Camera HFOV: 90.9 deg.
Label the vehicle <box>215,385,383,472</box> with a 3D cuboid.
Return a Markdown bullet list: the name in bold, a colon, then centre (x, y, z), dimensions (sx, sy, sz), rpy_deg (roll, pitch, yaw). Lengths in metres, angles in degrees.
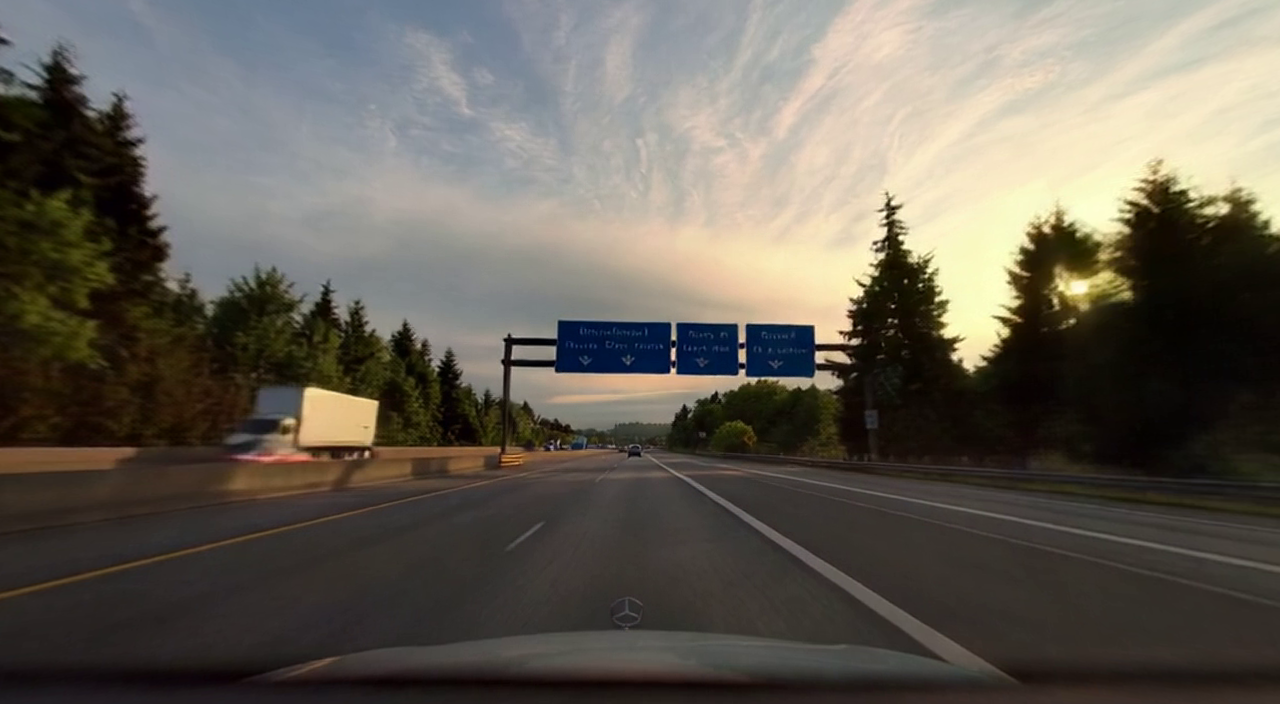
- **vehicle**: centre (-16.083, 3.920, 30.917), dimensions (2.937, 3.597, 9.388), rpy_deg (0, -9, 0)

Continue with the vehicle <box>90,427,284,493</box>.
- **vehicle**: centre (-11.623, 2.812, 16.629), dimensions (1.933, 1.477, 4.317), rpy_deg (0, -9, -1)
